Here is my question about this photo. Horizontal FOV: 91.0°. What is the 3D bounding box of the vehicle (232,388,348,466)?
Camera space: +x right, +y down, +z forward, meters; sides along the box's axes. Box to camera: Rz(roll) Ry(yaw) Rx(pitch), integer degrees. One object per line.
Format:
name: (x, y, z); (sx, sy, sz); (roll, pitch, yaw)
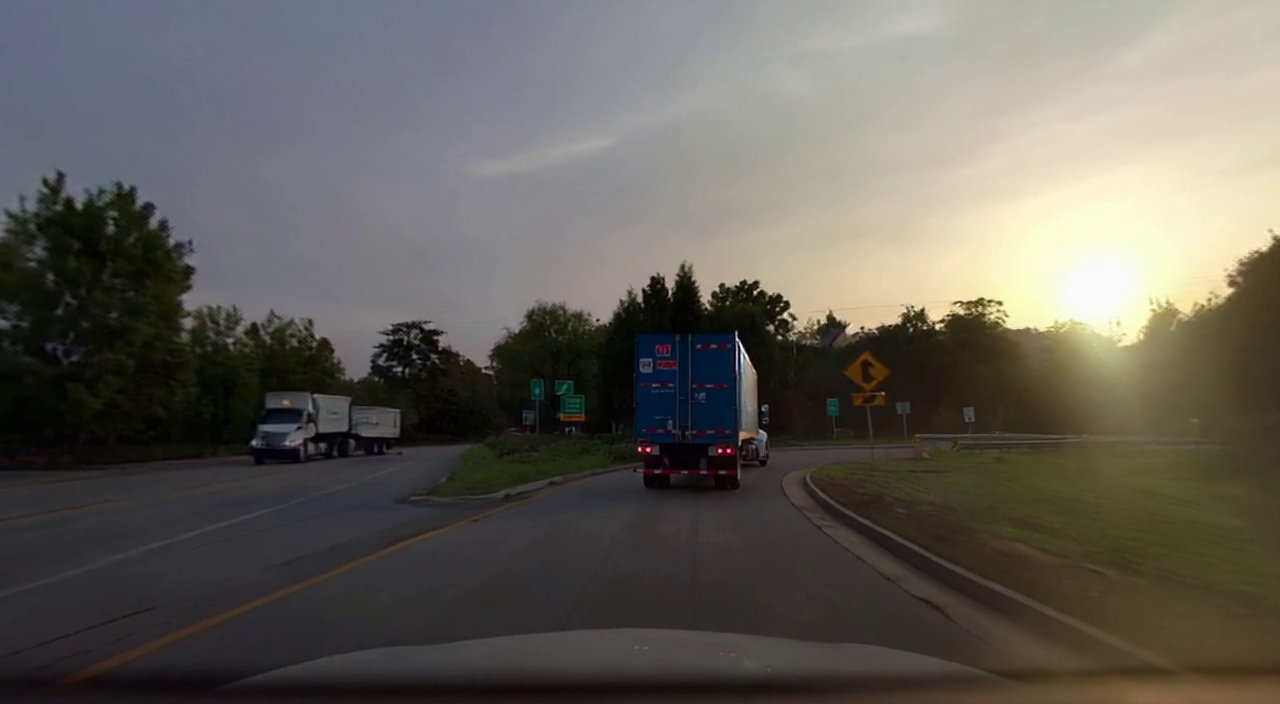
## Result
vehicle: (-18.362, 4.040, 33.552); (3.008, 3.708, 6.125); (0, -8, -5)

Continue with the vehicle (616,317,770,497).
vehicle: (1.968, 1.746, 17.596); (2.937, 3.647, 9.344); (-3, -8, 12)
